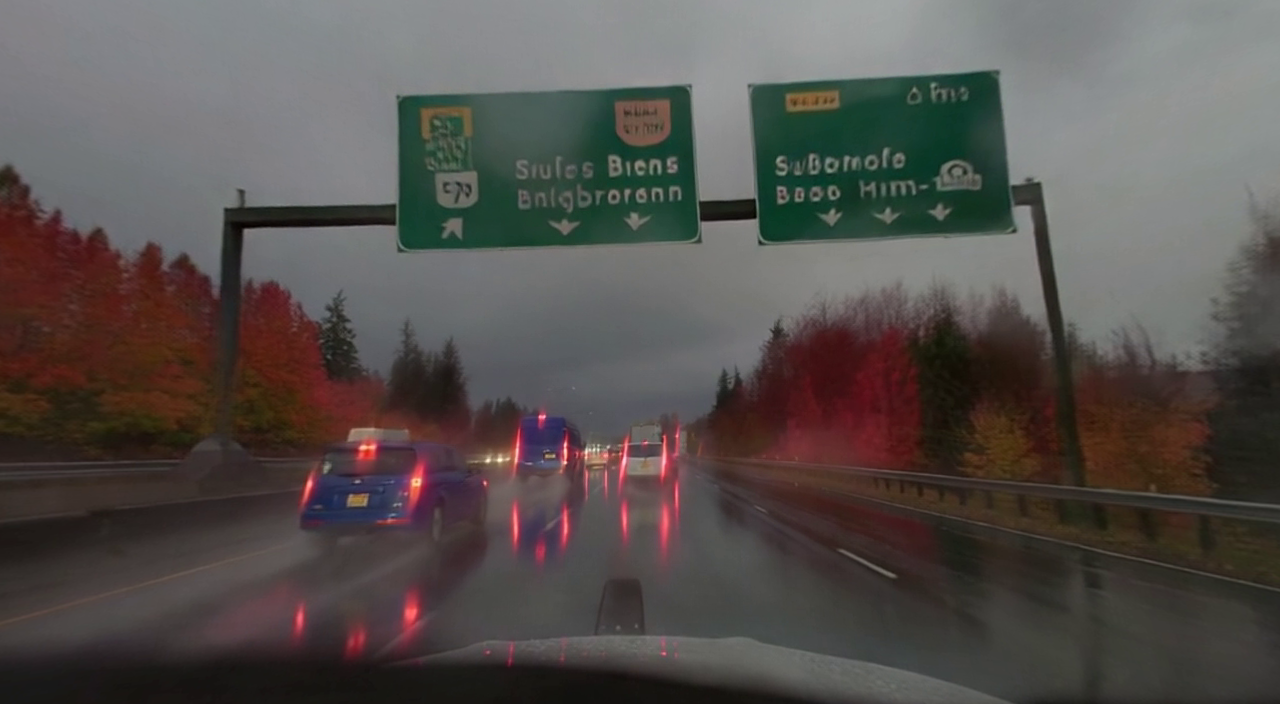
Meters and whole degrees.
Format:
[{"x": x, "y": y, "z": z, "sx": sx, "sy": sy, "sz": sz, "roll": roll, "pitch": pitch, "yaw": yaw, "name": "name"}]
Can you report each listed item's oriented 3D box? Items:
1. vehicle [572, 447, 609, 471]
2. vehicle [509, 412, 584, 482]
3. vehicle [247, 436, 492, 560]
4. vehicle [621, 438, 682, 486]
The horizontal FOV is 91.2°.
[{"x": -3.252, "y": 7.103, "z": 41.843, "sx": 2.015, "sy": 1.496, "sz": 4.312, "roll": -1, "pitch": -9, "yaw": 1, "name": "vehicle"}, {"x": -3.908, "y": 4.120, "z": 27.323, "sx": 2.275, "sy": 2.692, "sz": 5.810, "roll": 0, "pitch": -9, "yaw": 1, "name": "vehicle"}, {"x": -3.759, "y": 2.086, "z": 9.658, "sx": 1.977, "sy": 1.485, "sz": 3.973, "roll": 0, "pitch": -9, "yaw": 0, "name": "vehicle"}, {"x": 0.439, "y": 4.284, "z": 24.652, "sx": 2.195, "sy": 1.679, "sz": 4.070, "roll": 0, "pitch": -9, "yaw": 1, "name": "vehicle"}]
